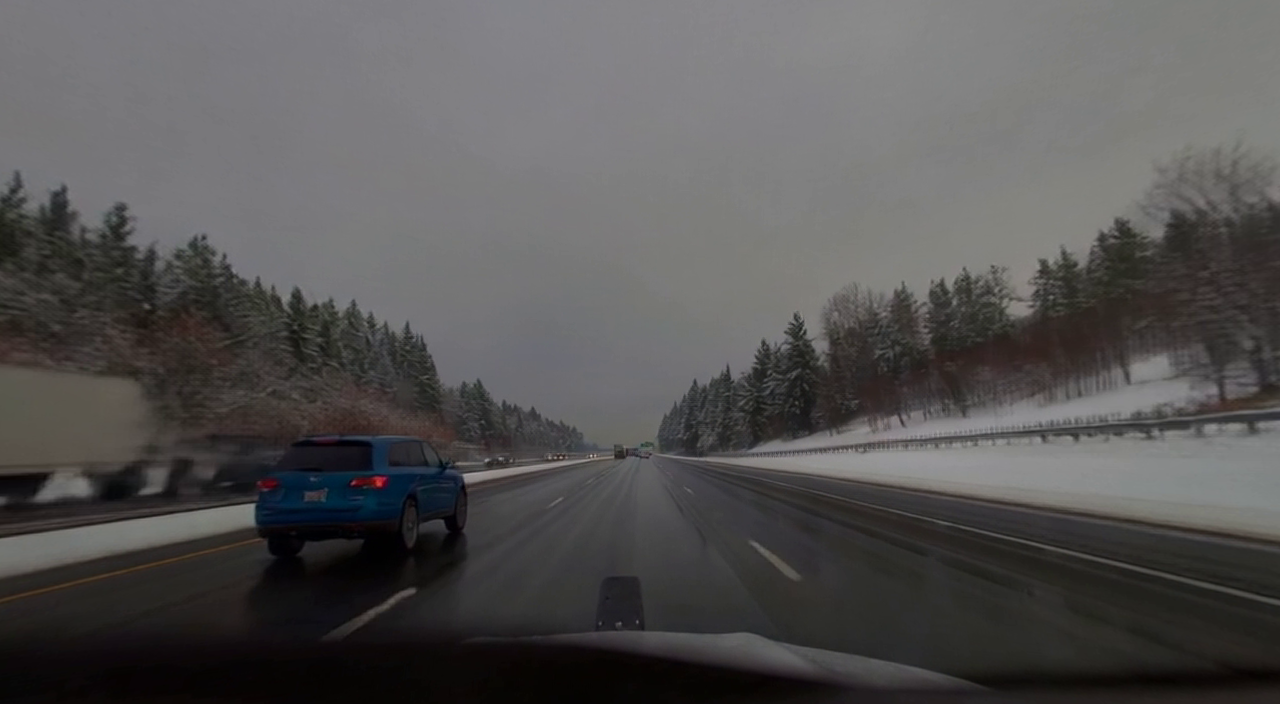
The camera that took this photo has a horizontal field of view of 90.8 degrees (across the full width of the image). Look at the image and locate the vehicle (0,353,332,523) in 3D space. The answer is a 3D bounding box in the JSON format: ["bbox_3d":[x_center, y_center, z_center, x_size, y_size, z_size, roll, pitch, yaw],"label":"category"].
[{"bbox_3d":[-12.900,2.500,17.976,2.933,3.457,10.136,0,-9,1],"label":"vehicle"}]

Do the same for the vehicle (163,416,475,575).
[{"bbox_3d":[-4.132,1.923,9.287,2.110,1.727,4.607,0,-9,1],"label":"vehicle"}]
